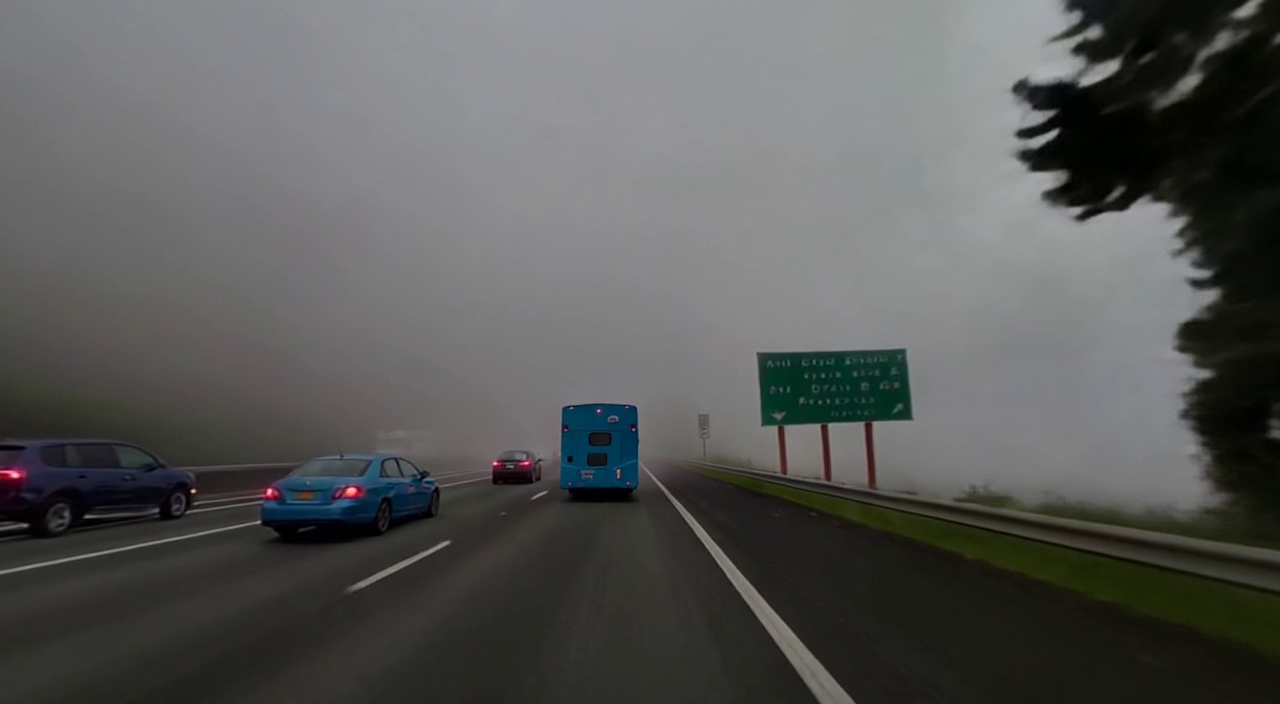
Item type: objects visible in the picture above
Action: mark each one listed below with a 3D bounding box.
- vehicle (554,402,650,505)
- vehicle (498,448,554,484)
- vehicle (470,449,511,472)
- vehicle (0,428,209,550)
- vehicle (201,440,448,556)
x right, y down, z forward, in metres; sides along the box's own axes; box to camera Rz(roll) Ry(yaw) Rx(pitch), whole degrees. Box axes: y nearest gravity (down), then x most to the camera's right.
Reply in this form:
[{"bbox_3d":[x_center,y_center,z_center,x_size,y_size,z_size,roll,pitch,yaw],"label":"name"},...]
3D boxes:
[{"bbox_3d":[-1.008,2.945,18.443,2.394,2.556,5.232,0,-9,-1],"label":"vehicle"},{"bbox_3d":[-5.017,5.041,28.123,1.872,1.480,3.545,0,-9,-1],"label":"vehicle"},{"bbox_3d":[-10.133,7.404,42.920,1.886,1.462,4.084,0,-9,-1],"label":"vehicle"},{"bbox_3d":[-9.627,2.147,10.365,2.010,1.621,4.252,0,-9,0],"label":"vehicle"},{"bbox_3d":[-4.641,2.175,10.074,1.876,1.438,4.072,0,-9,-1],"label":"vehicle"}]
